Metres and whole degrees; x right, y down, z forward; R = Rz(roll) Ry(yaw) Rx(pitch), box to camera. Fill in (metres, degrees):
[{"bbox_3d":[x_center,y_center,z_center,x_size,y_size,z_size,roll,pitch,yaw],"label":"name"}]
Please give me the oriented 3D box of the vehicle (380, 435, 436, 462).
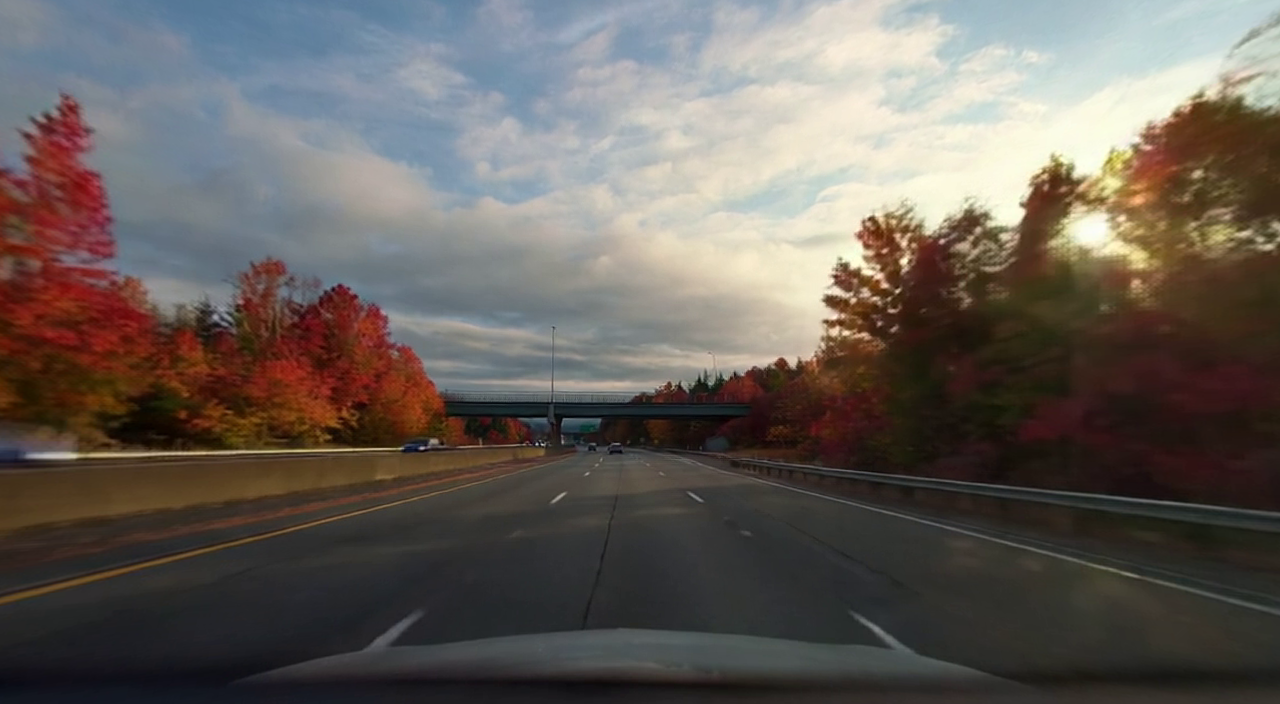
[{"bbox_3d":[-13.604,5.703,37.008,1.831,1.475,4.243,0,-9,-2],"label":"vehicle"}]
